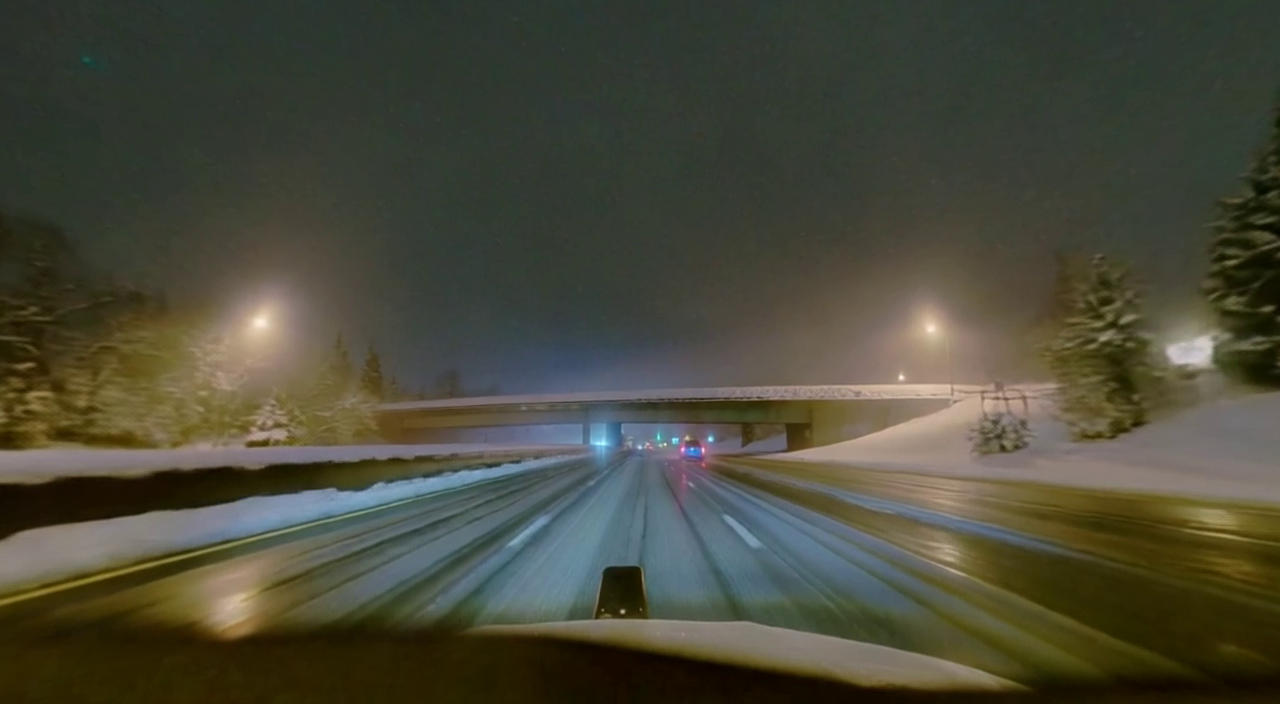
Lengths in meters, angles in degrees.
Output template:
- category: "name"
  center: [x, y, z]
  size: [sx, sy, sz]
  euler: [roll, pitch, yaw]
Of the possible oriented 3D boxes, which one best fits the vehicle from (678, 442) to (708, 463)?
- category: "vehicle"
  center: [4.125, 7.939, 49.927]
  size: [1.949, 1.515, 4.374]
  euler: [0, -8, -1]
